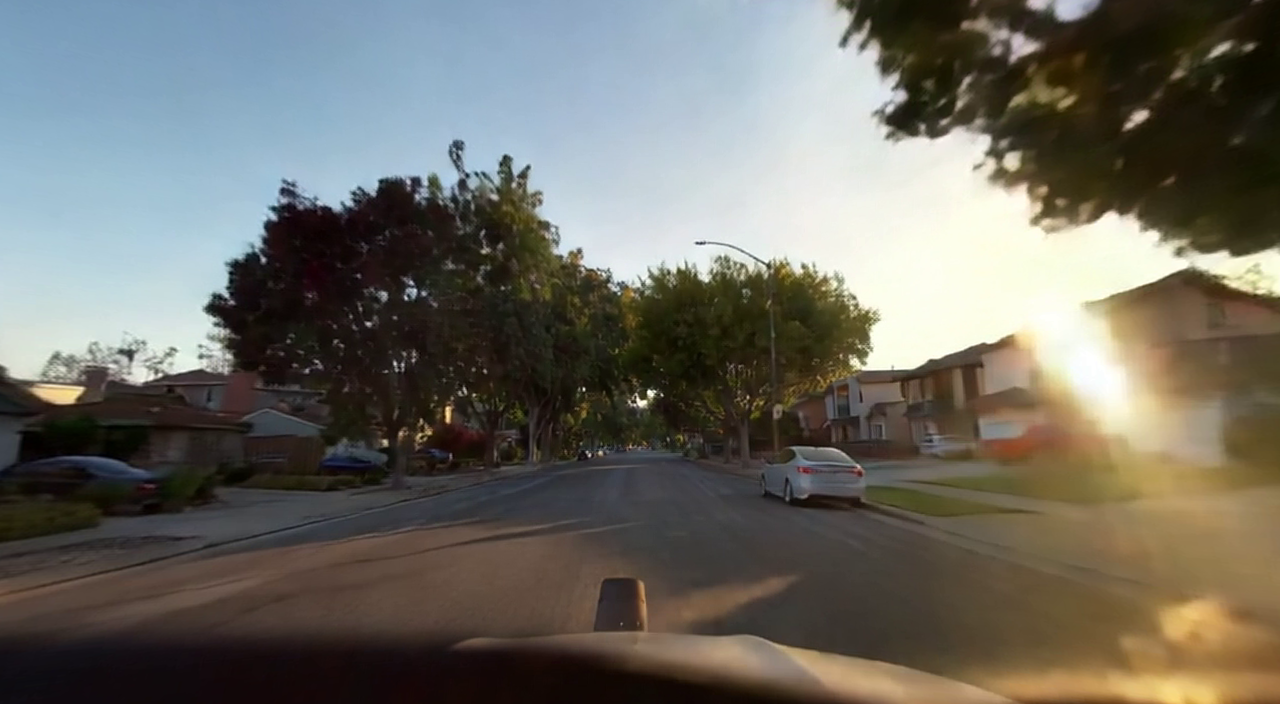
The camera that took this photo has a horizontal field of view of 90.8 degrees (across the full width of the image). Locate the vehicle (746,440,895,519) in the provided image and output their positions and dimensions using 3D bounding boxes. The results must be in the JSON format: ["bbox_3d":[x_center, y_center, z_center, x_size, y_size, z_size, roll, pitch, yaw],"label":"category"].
[{"bbox_3d":[3.826,2.764,14.278,2.013,1.473,4.329,0,-8,-1],"label":"vehicle"}]

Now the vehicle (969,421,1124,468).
[{"bbox_3d":[15.400,3.533,24.116,4.505,1.667,2.018,0,-8,-2],"label":"vehicle"}]
